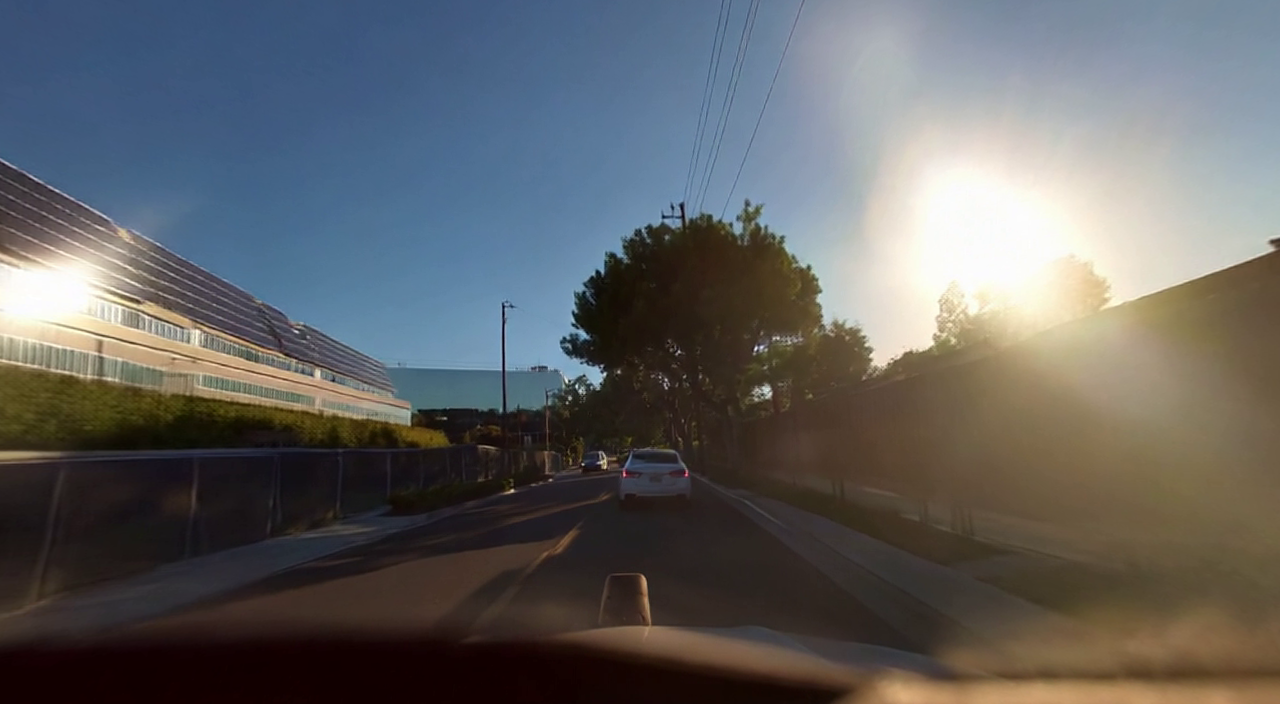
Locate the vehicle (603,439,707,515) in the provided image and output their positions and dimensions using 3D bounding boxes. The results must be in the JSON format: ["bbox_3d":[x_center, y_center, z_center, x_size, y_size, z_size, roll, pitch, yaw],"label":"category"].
[{"bbox_3d":[0.281,2.766,14.511,2.060,1.487,3.920,0,-8,0],"label":"vehicle"}]
